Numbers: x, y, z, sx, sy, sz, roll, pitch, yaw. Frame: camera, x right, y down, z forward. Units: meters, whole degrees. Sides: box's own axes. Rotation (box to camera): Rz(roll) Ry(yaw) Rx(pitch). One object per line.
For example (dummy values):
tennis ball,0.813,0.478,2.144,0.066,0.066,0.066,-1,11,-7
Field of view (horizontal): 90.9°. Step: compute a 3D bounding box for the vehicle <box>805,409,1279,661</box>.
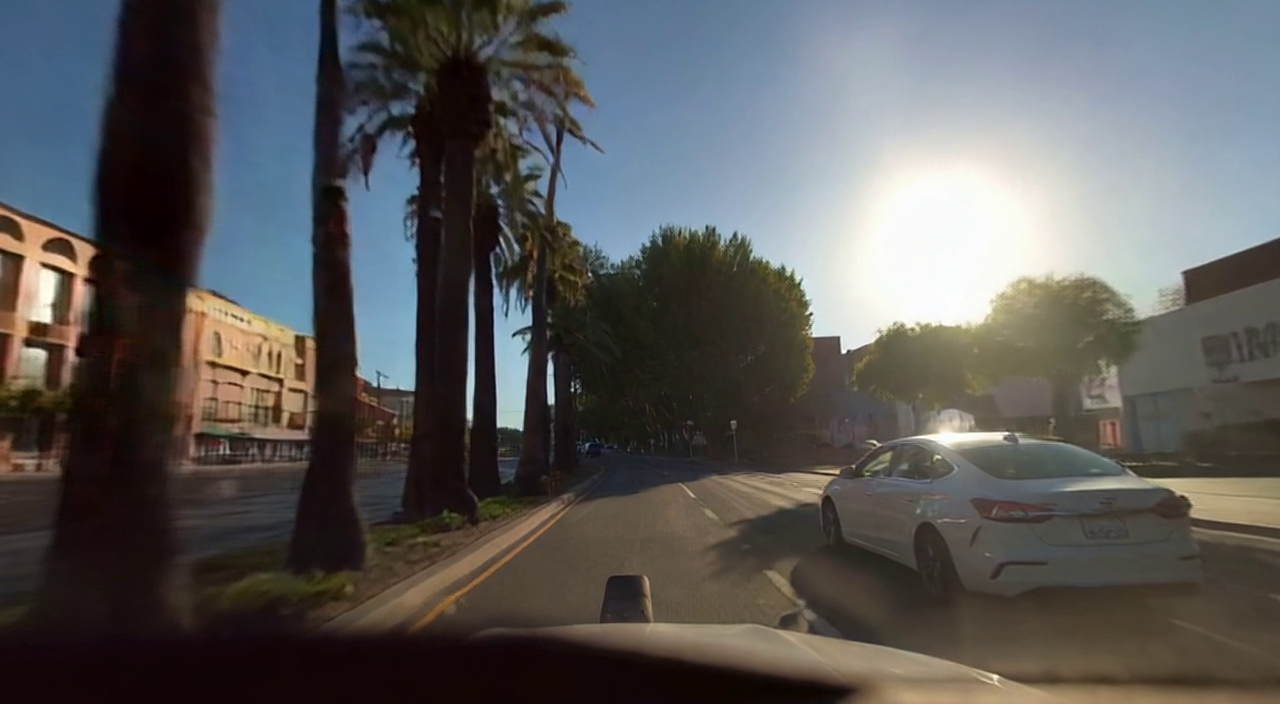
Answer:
vehicle,3.172,1.462,6.163,1.867,1.554,4.301,0,-8,-1
